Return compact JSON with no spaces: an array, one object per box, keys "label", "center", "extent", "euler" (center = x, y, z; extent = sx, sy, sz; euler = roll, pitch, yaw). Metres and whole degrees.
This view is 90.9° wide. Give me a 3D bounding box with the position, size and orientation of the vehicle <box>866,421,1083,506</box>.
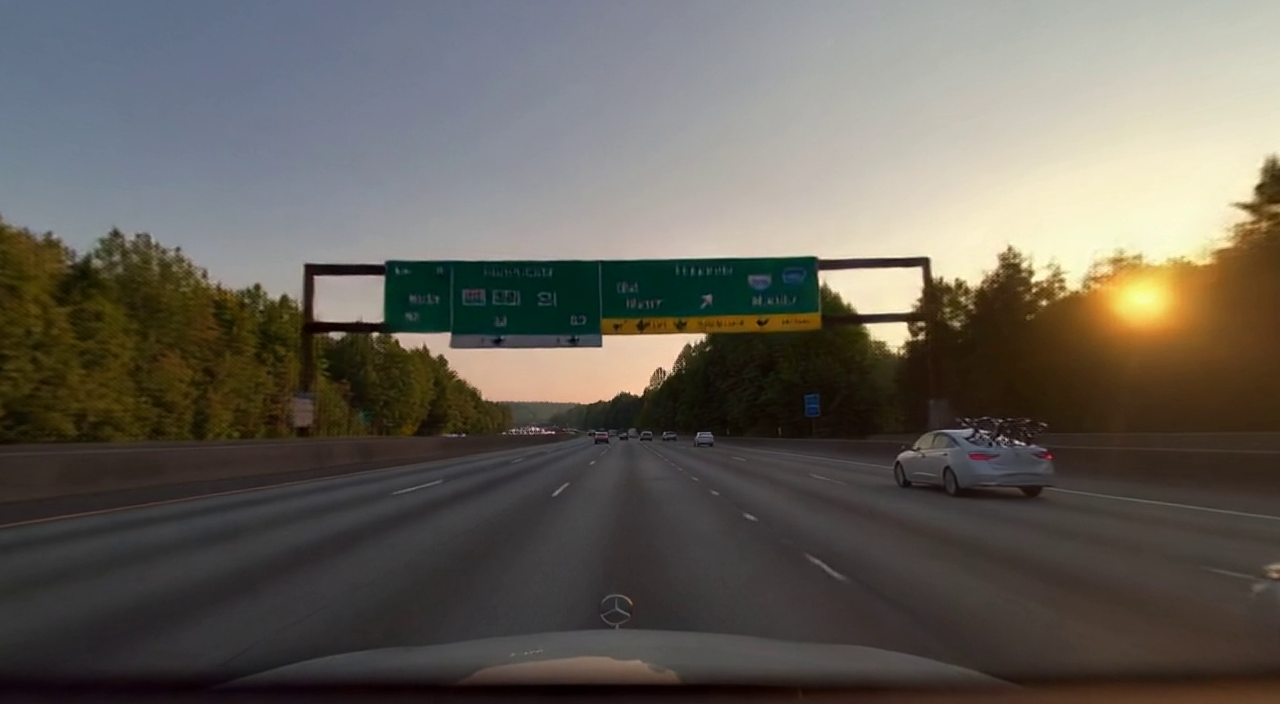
[{"label":"vehicle","center":[6.944,2.337,13.858],"extent":[2.034,1.511,4.785],"euler":[0,-7,-2]}]
